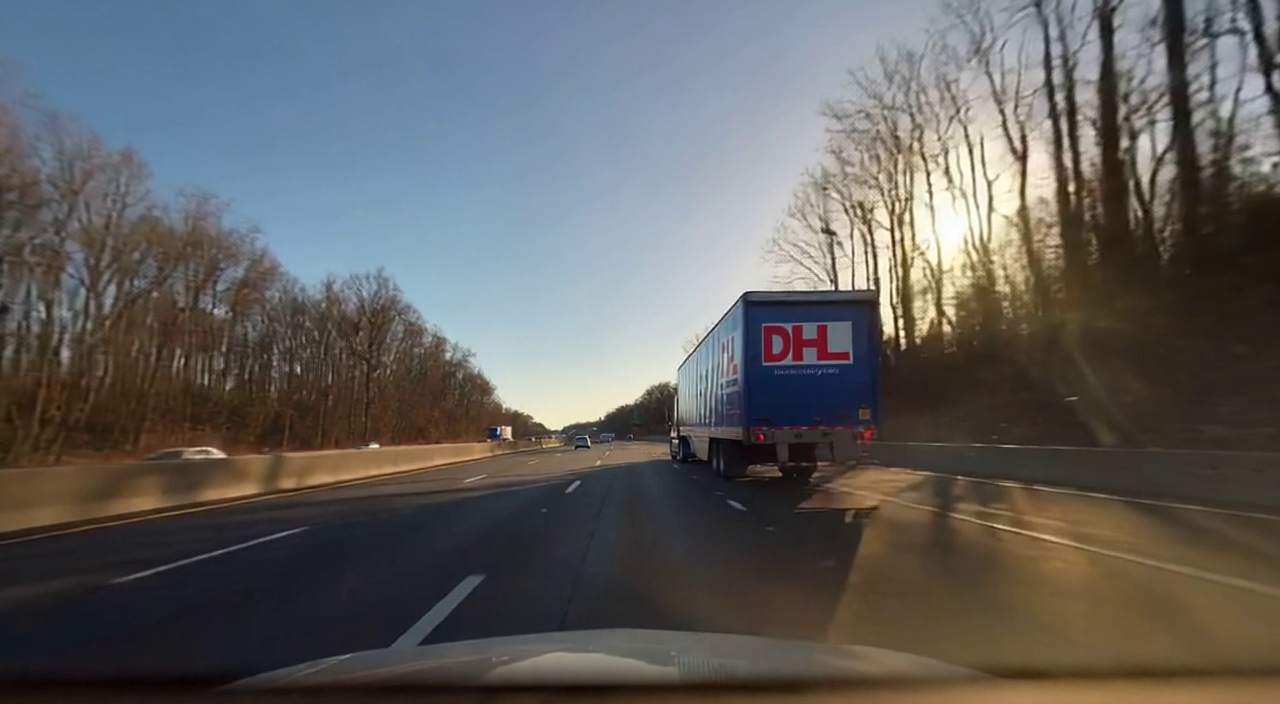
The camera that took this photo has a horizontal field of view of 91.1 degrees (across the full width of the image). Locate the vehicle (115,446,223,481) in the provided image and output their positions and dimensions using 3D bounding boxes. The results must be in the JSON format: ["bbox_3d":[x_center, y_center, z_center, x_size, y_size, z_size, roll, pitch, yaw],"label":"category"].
[{"bbox_3d":[-22.932,5.415,30.858,1.932,1.494,4.434,0,-8,-1],"label":"vehicle"}]

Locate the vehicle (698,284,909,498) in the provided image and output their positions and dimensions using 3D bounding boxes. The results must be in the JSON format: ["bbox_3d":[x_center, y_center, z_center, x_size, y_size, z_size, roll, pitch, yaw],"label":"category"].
[{"bbox_3d":[3.598,1.294,16.851,3.011,4.211,8.926,0,-7,-1],"label":"vehicle"}]
